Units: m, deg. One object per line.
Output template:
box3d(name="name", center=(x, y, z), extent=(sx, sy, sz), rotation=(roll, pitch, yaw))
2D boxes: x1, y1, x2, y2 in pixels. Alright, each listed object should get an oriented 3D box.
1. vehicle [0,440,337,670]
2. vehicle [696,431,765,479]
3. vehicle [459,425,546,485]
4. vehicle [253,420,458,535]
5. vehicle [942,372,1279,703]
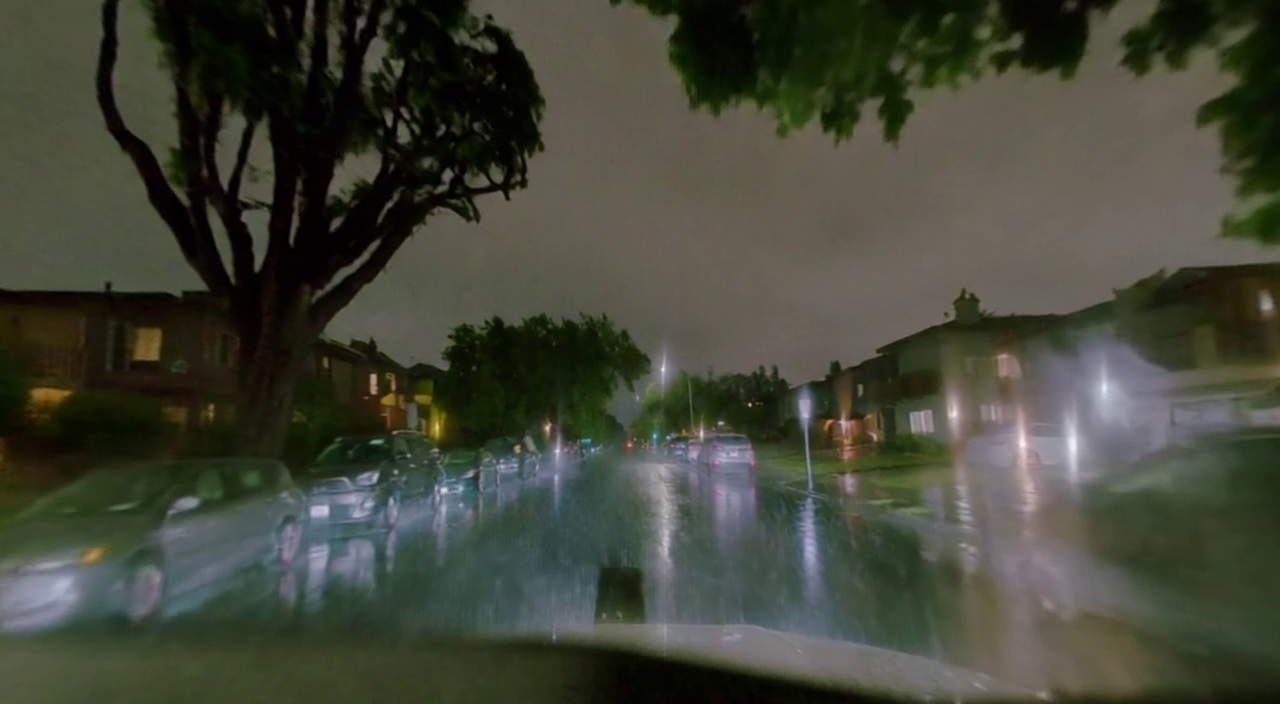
box3d(name="vehicle", center=(-4.951, 1.650, 6.360), extent=(1.901, 1.486, 4.422), rotation=(1, -8, -5))
box3d(name="vehicle", center=(3.511, 4.102, 25.421), extent=(1.994, 1.710, 4.699), rotation=(0, -8, -1))
box3d(name="vehicle", center=(-5.304, 4.054, 25.234), extent=(2.390, 2.123, 5.371), rotation=(0, -8, -1))
box3d(name="vehicle", center=(-5.305, 2.380, 12.687), extent=(2.042, 1.850, 4.758), rotation=(0, -8, -2))
box3d(name="vehicle", center=(3.784, 1.004, 3.327), extent=(1.989, 1.652, 4.662), rotation=(0, -8, -1))
